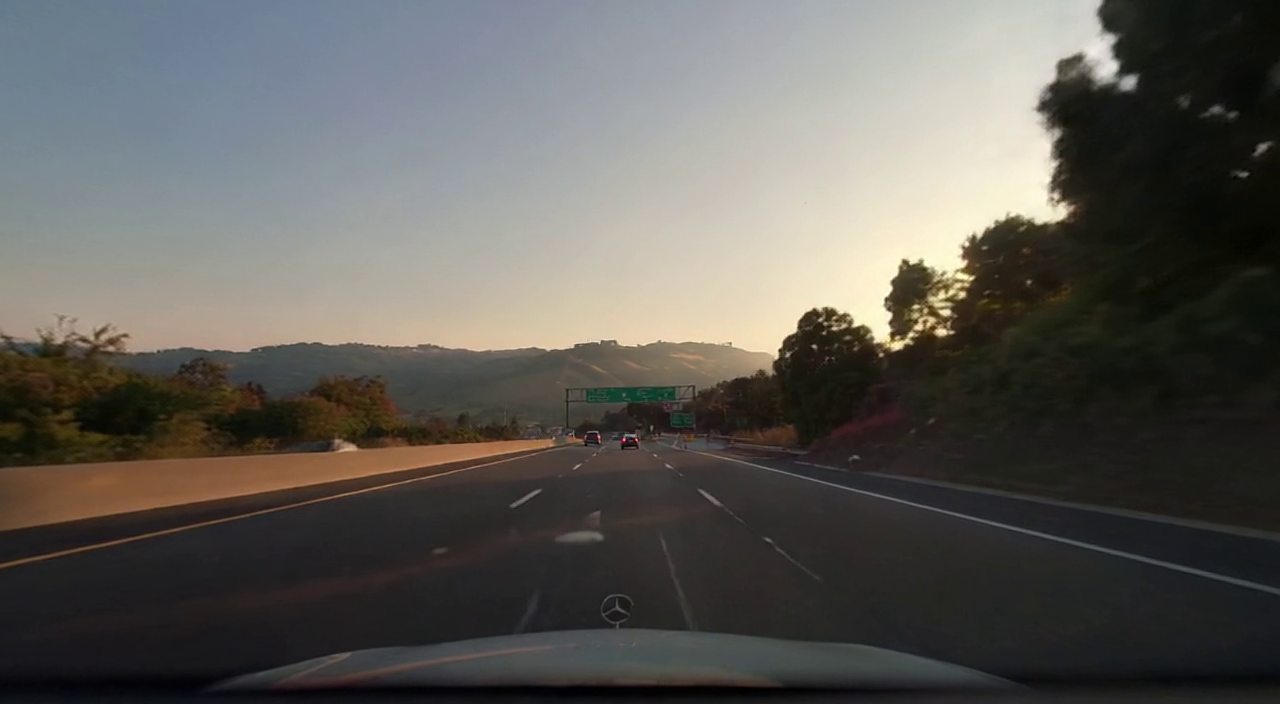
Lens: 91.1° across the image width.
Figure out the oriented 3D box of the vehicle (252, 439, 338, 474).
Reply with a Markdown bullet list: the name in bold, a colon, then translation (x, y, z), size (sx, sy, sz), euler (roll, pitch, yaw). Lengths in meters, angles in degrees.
- **vehicle**: translation (-17.033, 5.143, 31.341), size (1.892, 1.581, 4.322), euler (0, -8, -1)
